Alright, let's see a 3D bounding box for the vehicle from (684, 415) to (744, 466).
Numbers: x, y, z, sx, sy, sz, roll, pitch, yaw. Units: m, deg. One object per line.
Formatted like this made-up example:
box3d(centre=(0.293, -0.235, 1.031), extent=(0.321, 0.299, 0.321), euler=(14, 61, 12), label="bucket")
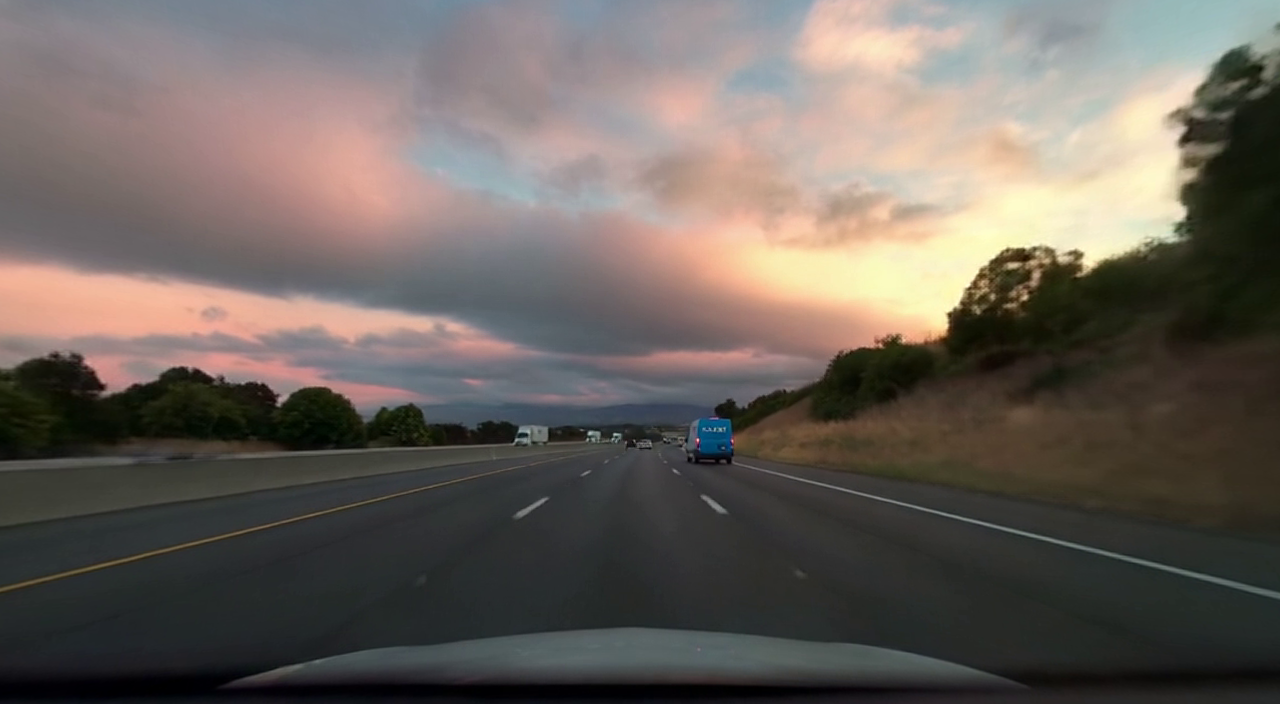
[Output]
box3d(centre=(3.933, 4.889, 34.736), extent=(2.485, 2.562, 5.535), euler=(0, -8, -2), label="vehicle")
